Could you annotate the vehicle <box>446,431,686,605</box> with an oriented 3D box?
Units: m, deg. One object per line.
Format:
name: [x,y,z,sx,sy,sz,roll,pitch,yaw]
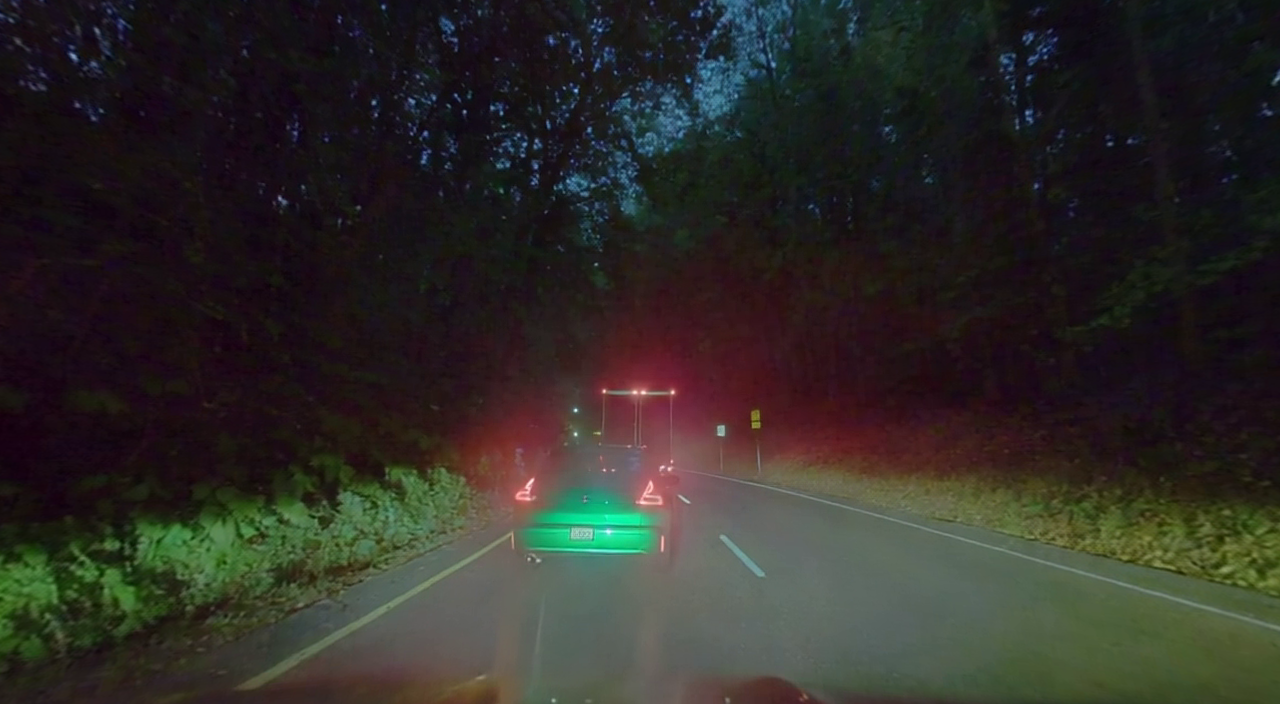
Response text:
vehicle: [-0.632,1.754,7.580,2.076,1.490,4.078,0,-9,0]
